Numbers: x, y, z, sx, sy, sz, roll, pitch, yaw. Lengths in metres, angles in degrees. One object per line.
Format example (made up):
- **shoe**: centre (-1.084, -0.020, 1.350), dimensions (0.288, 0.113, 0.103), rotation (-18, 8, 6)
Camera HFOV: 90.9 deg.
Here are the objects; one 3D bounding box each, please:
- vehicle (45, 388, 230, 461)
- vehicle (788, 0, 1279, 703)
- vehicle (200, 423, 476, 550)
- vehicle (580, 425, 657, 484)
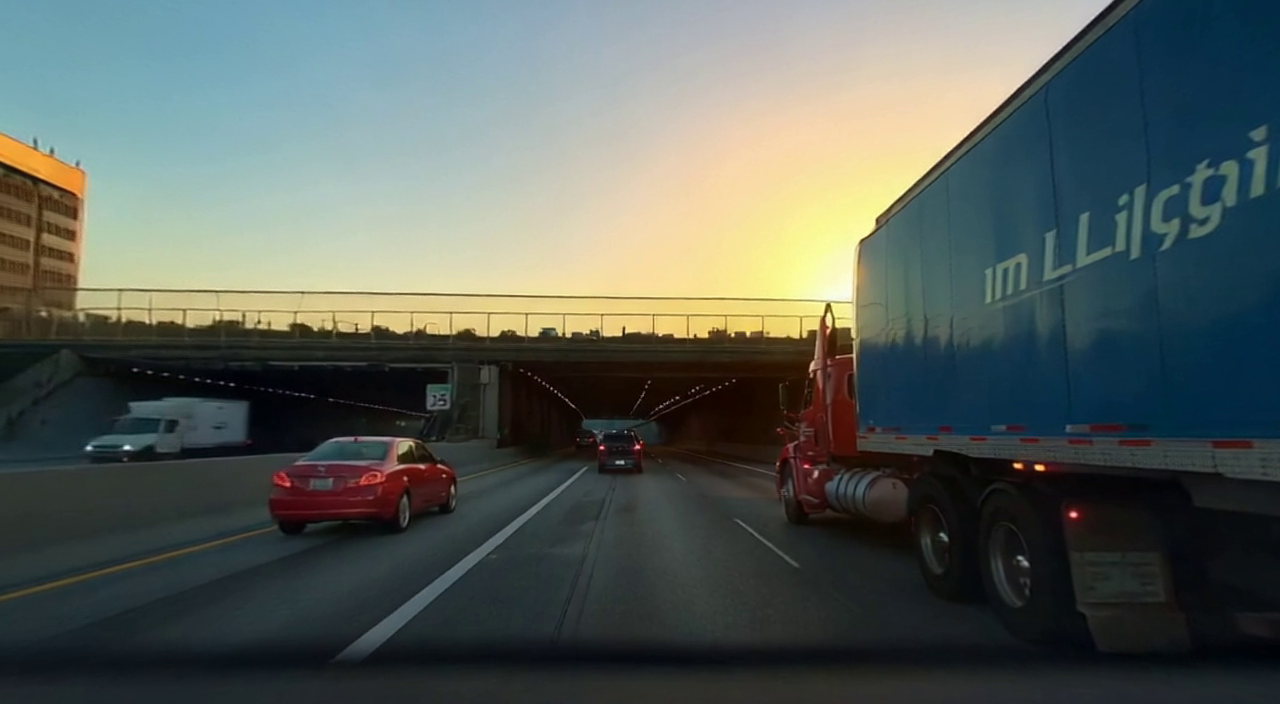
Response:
- **vehicle**: centre (-19.537, 2.929, 25.101), dimensions (2.360, 2.529, 6.082), rotation (0, -8, -1)
- **vehicle**: centre (3.958, -0.242, 3.207), dimensions (2.842, 4.108, 14.081), rotation (0, -8, -1)
- **vehicle**: centre (-4.049, 1.844, 9.457), dimensions (2.019, 1.435, 4.317), rotation (0, -8, 0)
- **vehicle**: centre (-0.624, 3.064, 19.145), dimensions (2.094, 1.600, 3.666), rotation (0, -8, -1)
